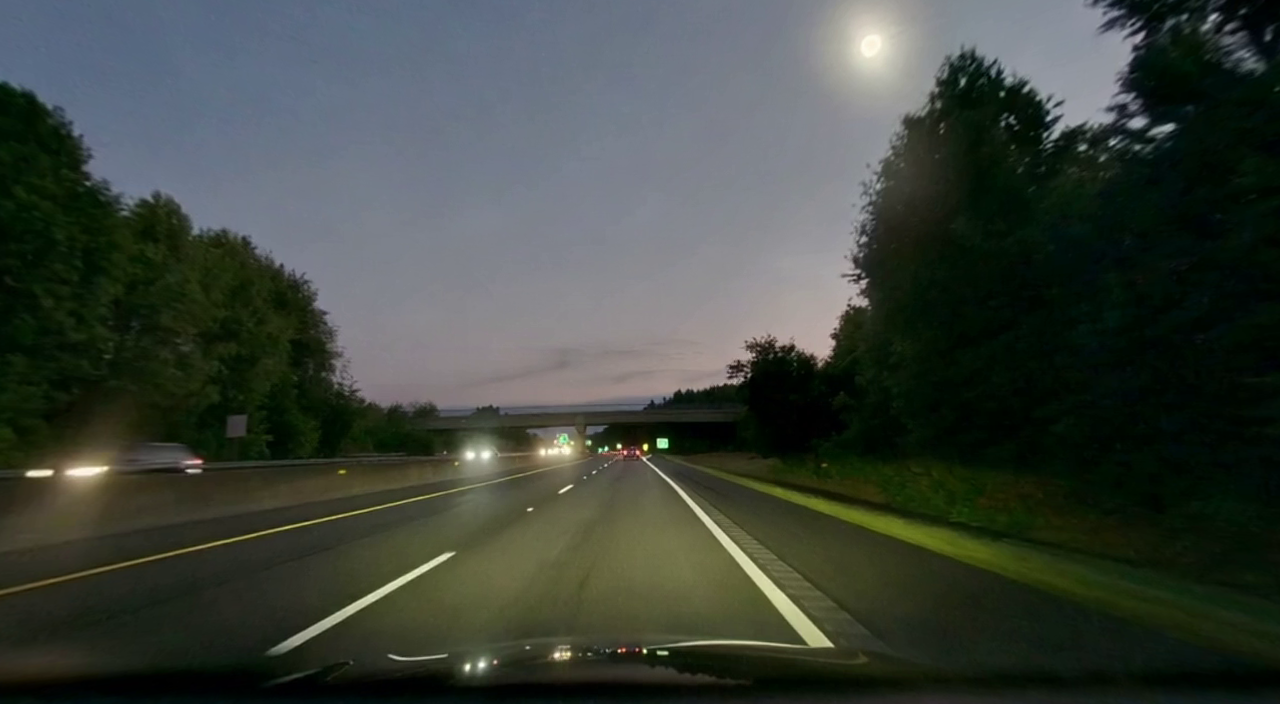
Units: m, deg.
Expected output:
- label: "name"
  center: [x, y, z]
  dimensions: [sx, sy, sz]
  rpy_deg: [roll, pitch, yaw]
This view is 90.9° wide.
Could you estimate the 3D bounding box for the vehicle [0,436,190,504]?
- label: "vehicle"
  center: [-14.213, 3.000, 16.396]
  dimensions: [1.881, 1.513, 4.207]
  rpy_deg: [0, -9, 0]
